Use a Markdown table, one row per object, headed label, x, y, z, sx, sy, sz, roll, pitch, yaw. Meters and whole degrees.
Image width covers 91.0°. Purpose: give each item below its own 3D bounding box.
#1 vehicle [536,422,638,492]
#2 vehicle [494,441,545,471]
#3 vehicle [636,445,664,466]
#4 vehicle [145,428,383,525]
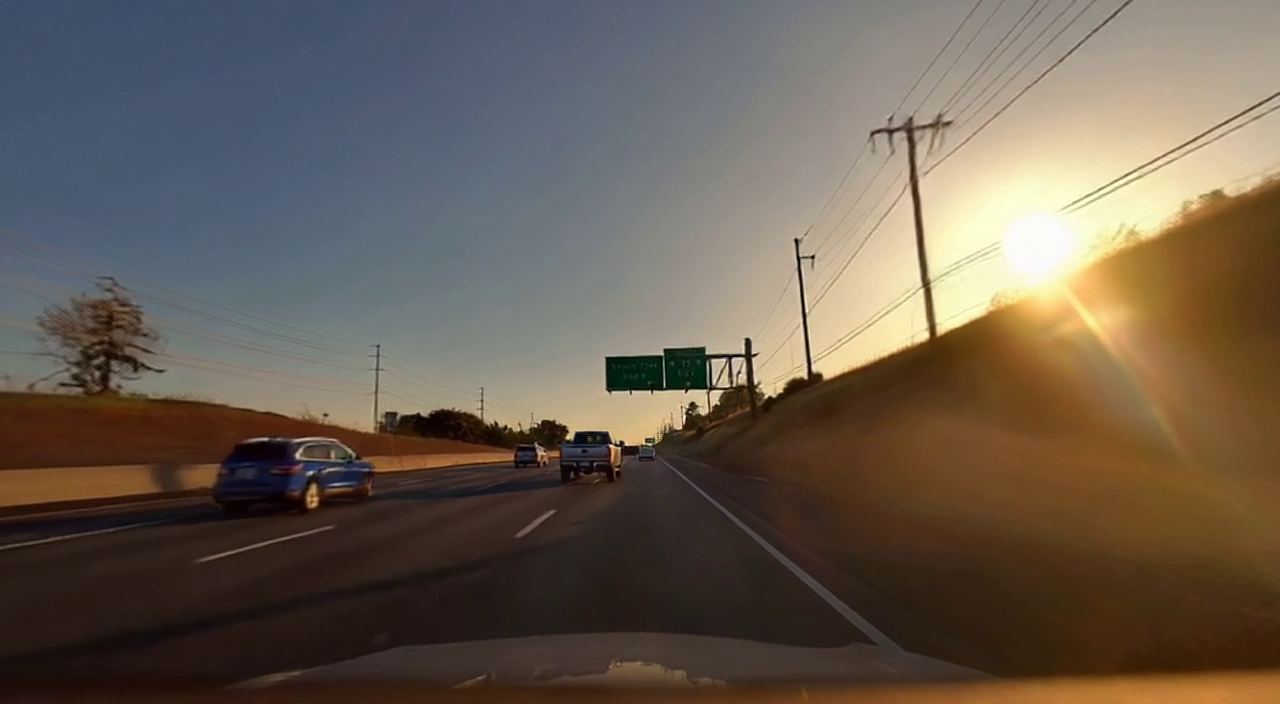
| label | x | y | z | sx | sy | sz | roll | pitch | yaw |
| --- | --- | --- | --- | --- | --- | --- | --- | --- | --- |
| vehicle | -1.600 | 3.584 | 21.892 | 2.972 | 2.087 | 6.126 | 0 | -8 | 0 |
| vehicle | -7.416 | 6.437 | 39.234 | 2.143 | 1.688 | 4.776 | 0 | -8 | 1 |
| vehicle | 0.705 | 7.769 | 47.282 | 2.025 | 1.485 | 4.310 | 0 | -8 | -1 |
| vehicle | -7.266 | 2.426 | 12.889 | 2.055 | 1.618 | 4.457 | 0 | -8 | 1 |
